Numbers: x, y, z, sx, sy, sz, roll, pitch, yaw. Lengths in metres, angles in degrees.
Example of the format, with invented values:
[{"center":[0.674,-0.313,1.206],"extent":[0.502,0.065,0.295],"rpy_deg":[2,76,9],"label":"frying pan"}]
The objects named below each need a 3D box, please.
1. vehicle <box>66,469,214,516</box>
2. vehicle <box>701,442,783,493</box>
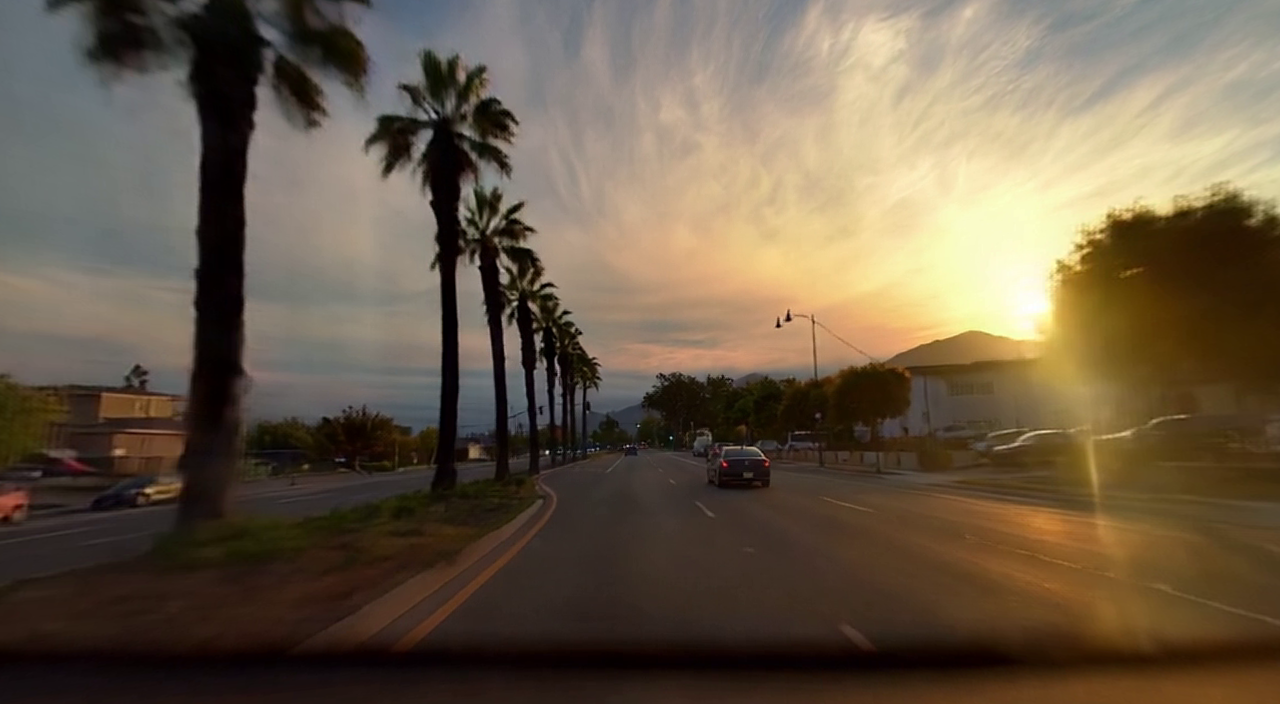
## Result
[{"center":[-19.149,5.364,24.550],"extent":[1.897,1.482,4.707],"rpy_deg":[0,-9,0],"label":"vehicle"},{"center":[3.241,3.755,20.996],"extent":[1.989,1.492,4.689],"rpy_deg":[0,-9,1],"label":"vehicle"}]
